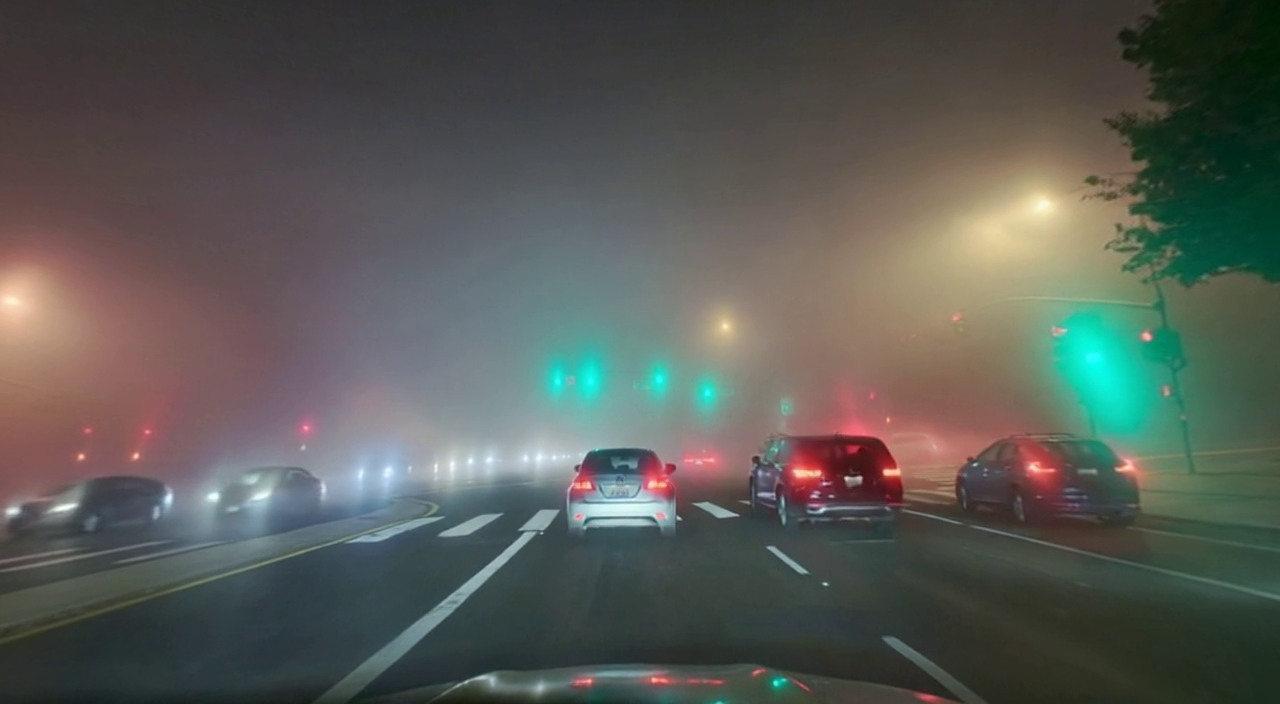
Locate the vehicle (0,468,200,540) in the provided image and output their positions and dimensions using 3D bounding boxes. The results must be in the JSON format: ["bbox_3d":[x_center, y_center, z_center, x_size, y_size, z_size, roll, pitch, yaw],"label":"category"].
[{"bbox_3d":[-14.943,4.157,17.780,1.907,1.592,4.373,0,-9,1],"label":"vehicle"}]

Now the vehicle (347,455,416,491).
[{"bbox_3d":[-14.758,6.906,36.370,1.908,1.797,4.620,0,-8,1],"label":"vehicle"}]

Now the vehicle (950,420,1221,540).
[{"bbox_3d":[7.671,2.224,11.595,2.039,1.760,4.319,-1,-9,5],"label":"vehicle"}]

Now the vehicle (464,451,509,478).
[{"bbox_3d":[-11.064,8.124,45.993,2.078,1.795,4.636,0,-8,1],"label":"vehicle"}]

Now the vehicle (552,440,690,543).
[{"bbox_3d":[-0.294,2.362,11.400,2.034,1.500,3.966,0,-8,-1],"label":"vehicle"}]

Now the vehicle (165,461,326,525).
[{"bbox_3d":[-11.597,4.147,19.027,1.992,1.562,4.361,0,-9,1],"label":"vehicle"}]

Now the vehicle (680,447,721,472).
[{"bbox_3d":[3.753,6.775,40.110,2.123,1.455,4.318,0,-8,-1],"label":"vehicle"}]

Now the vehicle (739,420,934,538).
[{"bbox_3d":[3.371,2.285,11.996,2.107,1.773,4.557,0,-9,-2],"label":"vehicle"}]
